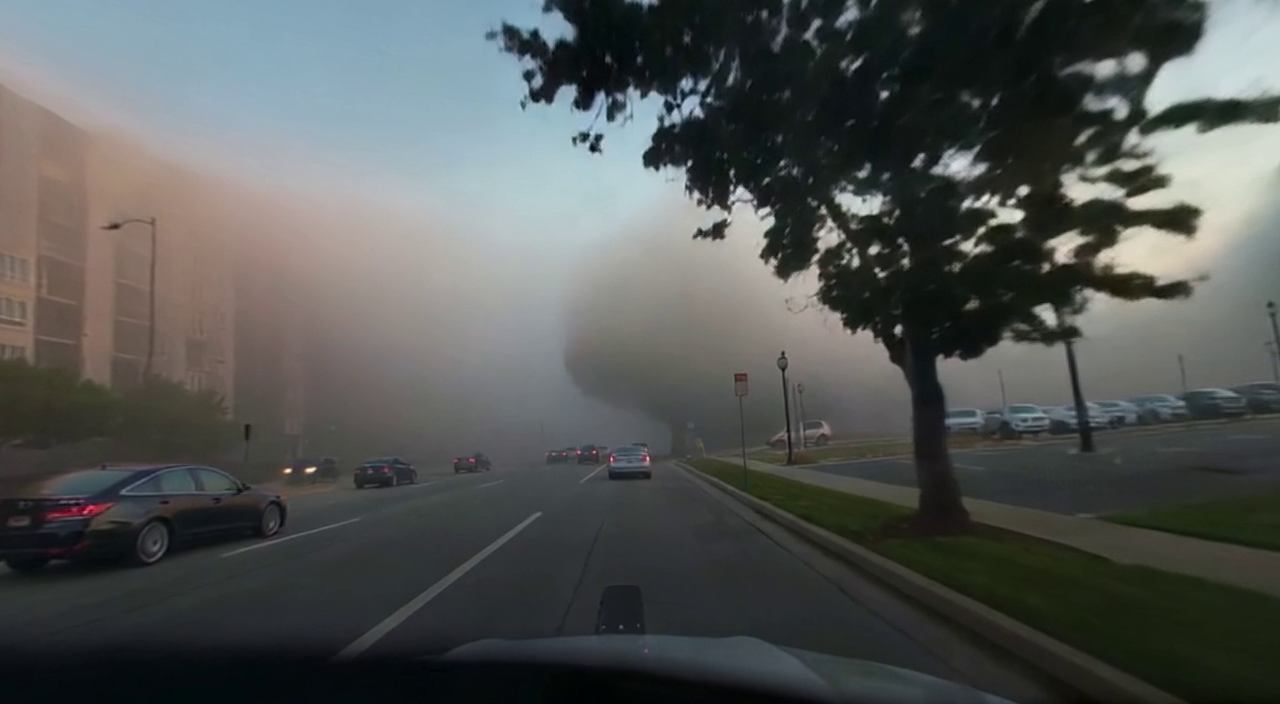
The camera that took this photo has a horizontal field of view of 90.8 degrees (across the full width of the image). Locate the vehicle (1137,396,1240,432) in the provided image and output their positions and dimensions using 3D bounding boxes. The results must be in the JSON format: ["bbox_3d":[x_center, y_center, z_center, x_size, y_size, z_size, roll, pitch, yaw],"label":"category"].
[{"bbox_3d":[29.263,3.317,33.917,1.882,1.730,4.753,-3,-6,10],"label":"vehicle"}]

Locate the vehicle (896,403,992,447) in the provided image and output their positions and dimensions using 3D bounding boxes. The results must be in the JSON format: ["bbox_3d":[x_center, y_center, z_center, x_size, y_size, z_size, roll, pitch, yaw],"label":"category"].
[{"bbox_3d":[15.635,3.878,32.900,2.395,2.028,5.135,0,-9,-1],"label":"vehicle"}]

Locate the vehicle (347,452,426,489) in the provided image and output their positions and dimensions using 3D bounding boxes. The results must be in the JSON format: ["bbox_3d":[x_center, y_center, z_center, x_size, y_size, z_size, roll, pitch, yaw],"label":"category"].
[{"bbox_3d":[-11.293,5.290,28.558,2.024,1.484,4.592,1,-9,-5],"label":"vehicle"}]

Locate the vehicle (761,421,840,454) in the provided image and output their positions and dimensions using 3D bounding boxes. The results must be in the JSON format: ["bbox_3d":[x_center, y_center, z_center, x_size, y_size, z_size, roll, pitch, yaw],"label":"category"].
[{"bbox_3d":[12.525,6.662,49.652,5.253,2.014,2.666,-5,-5,-5],"label":"vehicle"}]

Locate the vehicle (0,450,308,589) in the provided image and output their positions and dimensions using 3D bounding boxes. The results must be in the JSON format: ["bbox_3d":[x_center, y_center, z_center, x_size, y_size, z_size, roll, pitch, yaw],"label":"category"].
[{"bbox_3d":[-7.008,2.165,9.137,1.906,1.449,4.576,0,-9,0],"label":"vehicle"}]

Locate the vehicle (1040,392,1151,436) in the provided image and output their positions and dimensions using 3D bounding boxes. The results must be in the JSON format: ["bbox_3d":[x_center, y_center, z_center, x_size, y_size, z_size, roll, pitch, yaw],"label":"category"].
[{"bbox_3d":[23.849,3.332,33.319,2.118,1.724,4.361,-8,-9,-6],"label":"vehicle"}]

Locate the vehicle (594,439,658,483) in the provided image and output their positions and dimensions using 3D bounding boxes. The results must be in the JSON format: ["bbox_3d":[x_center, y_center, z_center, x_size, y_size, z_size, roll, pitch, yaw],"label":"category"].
[{"bbox_3d":[-0.522,3.960,23.262,2.099,1.469,4.389,0,-9,-2],"label":"vehicle"}]

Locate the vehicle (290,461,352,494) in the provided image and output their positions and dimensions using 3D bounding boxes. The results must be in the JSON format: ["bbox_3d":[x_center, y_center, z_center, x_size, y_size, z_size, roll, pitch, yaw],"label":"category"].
[{"bbox_3d":[-23.204,9.110,46.162,2.145,2.074,4.630,0,-9,-1],"label":"vehicle"}]

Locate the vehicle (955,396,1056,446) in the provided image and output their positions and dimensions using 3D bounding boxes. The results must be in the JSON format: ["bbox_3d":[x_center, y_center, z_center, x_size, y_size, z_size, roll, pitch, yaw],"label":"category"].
[{"bbox_3d":[18.413,3.587,32.112,2.002,2.015,4.254,-8,-9,-6],"label":"vehicle"}]
